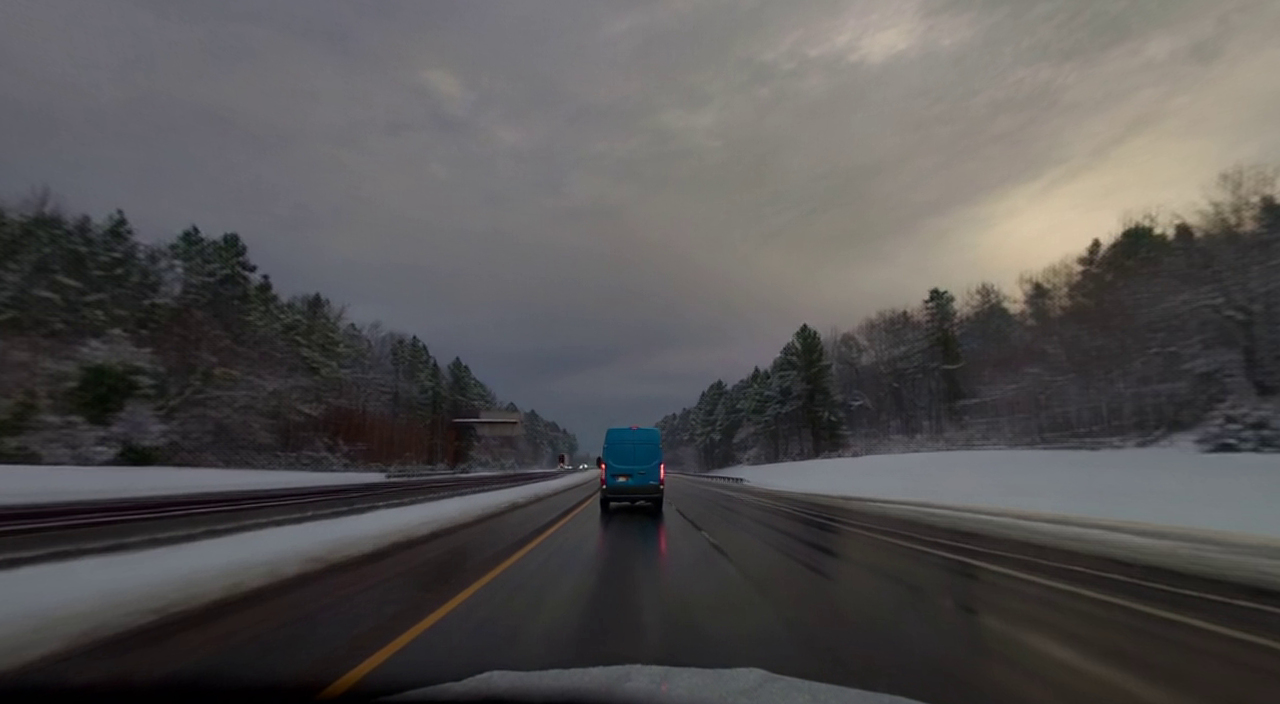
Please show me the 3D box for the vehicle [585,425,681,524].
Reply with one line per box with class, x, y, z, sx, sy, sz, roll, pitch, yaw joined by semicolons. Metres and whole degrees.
vehicle;-0.282;3.621;18.864;2.375;2.432;6.161;1;-10;-2
